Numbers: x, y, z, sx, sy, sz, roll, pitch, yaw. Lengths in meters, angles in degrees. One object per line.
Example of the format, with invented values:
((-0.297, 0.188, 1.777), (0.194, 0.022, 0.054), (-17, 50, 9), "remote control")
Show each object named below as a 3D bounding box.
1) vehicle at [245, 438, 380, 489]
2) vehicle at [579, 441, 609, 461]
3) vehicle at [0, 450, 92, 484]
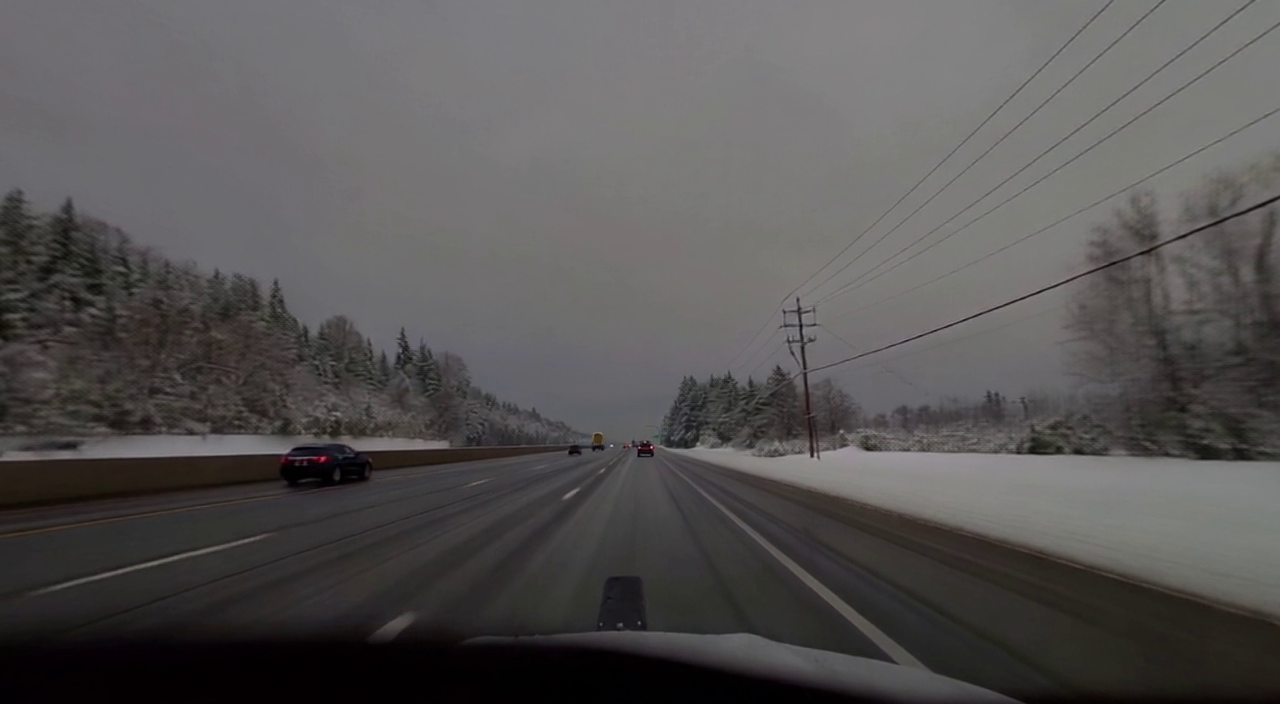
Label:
((-10.752, 3.684, 21.103), (1.955, 1.496, 4.732), (0, -8, 1), "vehicle")
((-3.554, 7.792, 49.402), (2.046, 1.478, 4.111), (0, -8, 0), "vehicle")
((-29.118, 5.451, 30.120), (1.766, 1.434, 4.277), (0, -8, 1), "vehicle")
